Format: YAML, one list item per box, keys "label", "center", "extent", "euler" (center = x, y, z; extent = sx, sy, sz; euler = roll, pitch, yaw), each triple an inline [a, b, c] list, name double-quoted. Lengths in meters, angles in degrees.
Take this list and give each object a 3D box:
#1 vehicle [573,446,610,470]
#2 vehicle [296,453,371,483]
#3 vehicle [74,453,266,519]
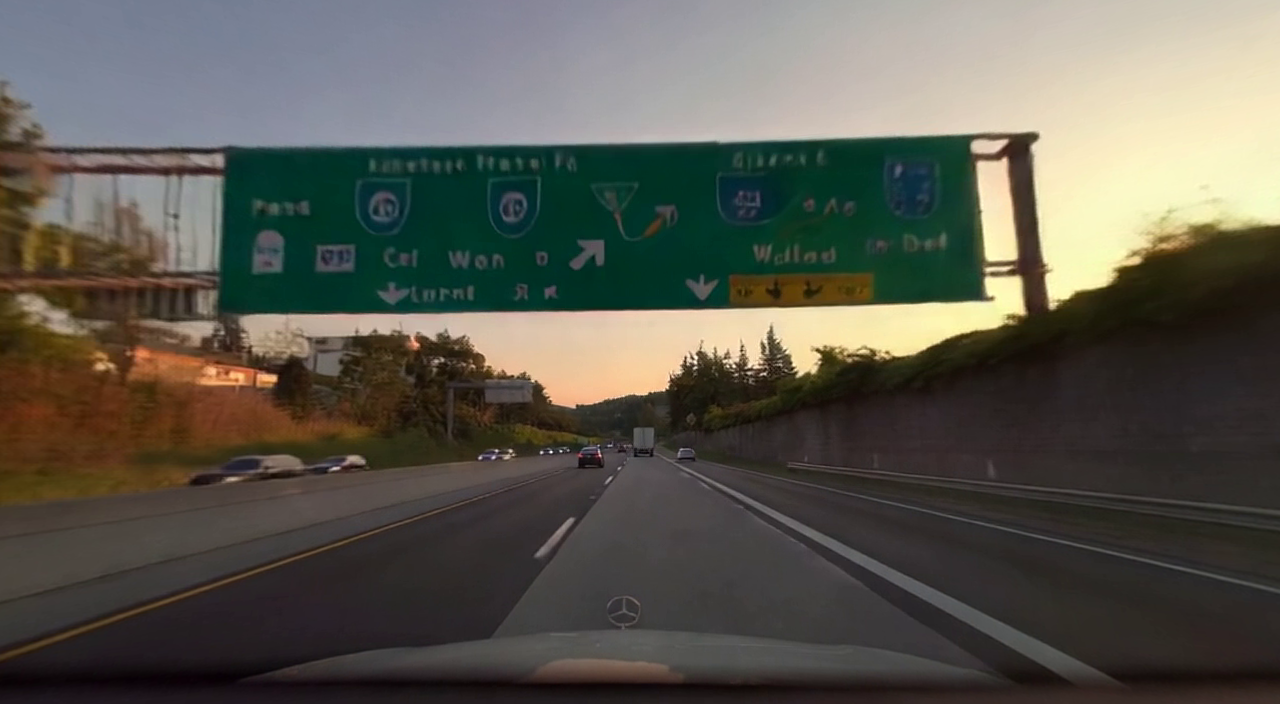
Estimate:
- label: "vehicle"
  center: [-3.077, 6.868, 41.115]
  extent: [2.020, 1.475, 4.434]
  euler: [0, -9, 0]
- label: "vehicle"
  center: [-15.877, 6.002, 32.911]
  extent: [1.824, 1.471, 3.966]
  euler: [0, -9, 1]
- label: "vehicle"
  center: [-11.885, 3.368, 16.388]
  extent: [1.802, 1.439, 4.099]
  euler: [0, -9, 0]
